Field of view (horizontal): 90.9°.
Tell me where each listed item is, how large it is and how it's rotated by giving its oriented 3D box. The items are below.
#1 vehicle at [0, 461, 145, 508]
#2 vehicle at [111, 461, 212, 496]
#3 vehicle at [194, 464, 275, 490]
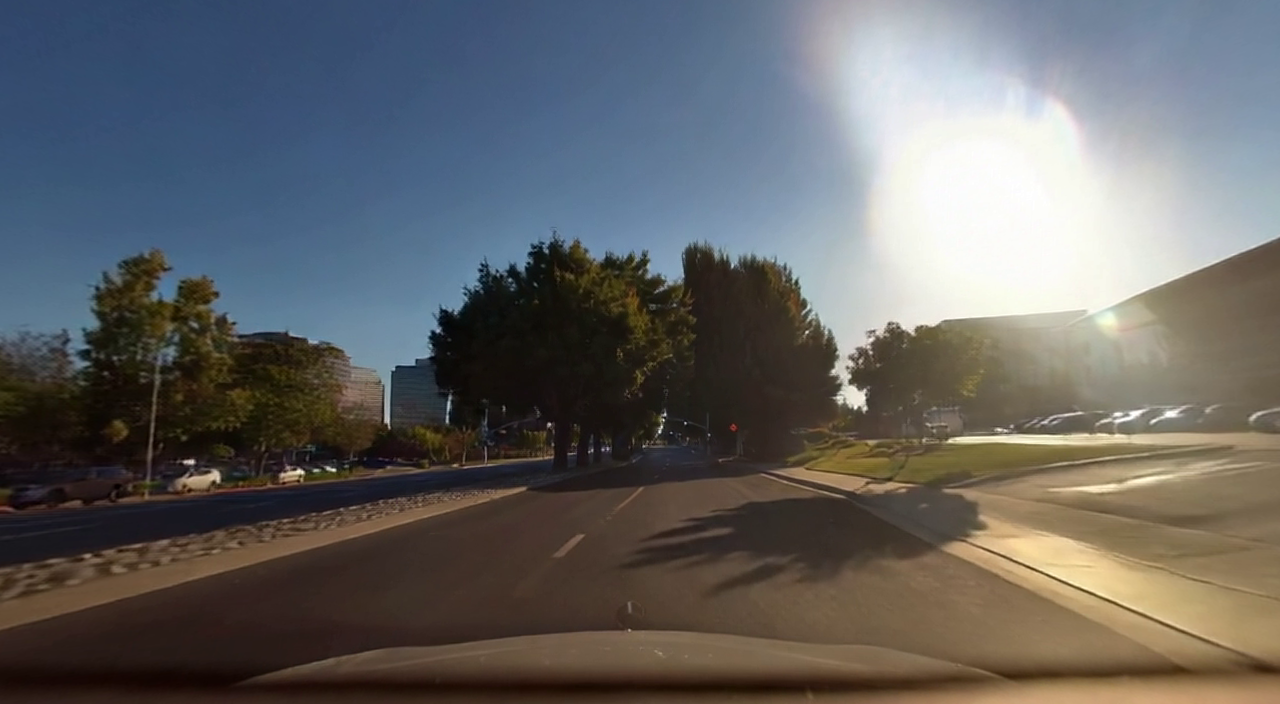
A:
[{"bbox_3d":[-22.634,5.196,25.072,1.918,1.503,4.632,-6,-10,5],"label":"vehicle"},{"bbox_3d":[-28.008,7.371,37.086,2.009,1.798,4.673,-1,-8,4],"label":"vehicle"},{"bbox_3d":[-24.512,7.545,38.302,1.827,1.370,4.191,-1,-8,6],"label":"vehicle"}]
